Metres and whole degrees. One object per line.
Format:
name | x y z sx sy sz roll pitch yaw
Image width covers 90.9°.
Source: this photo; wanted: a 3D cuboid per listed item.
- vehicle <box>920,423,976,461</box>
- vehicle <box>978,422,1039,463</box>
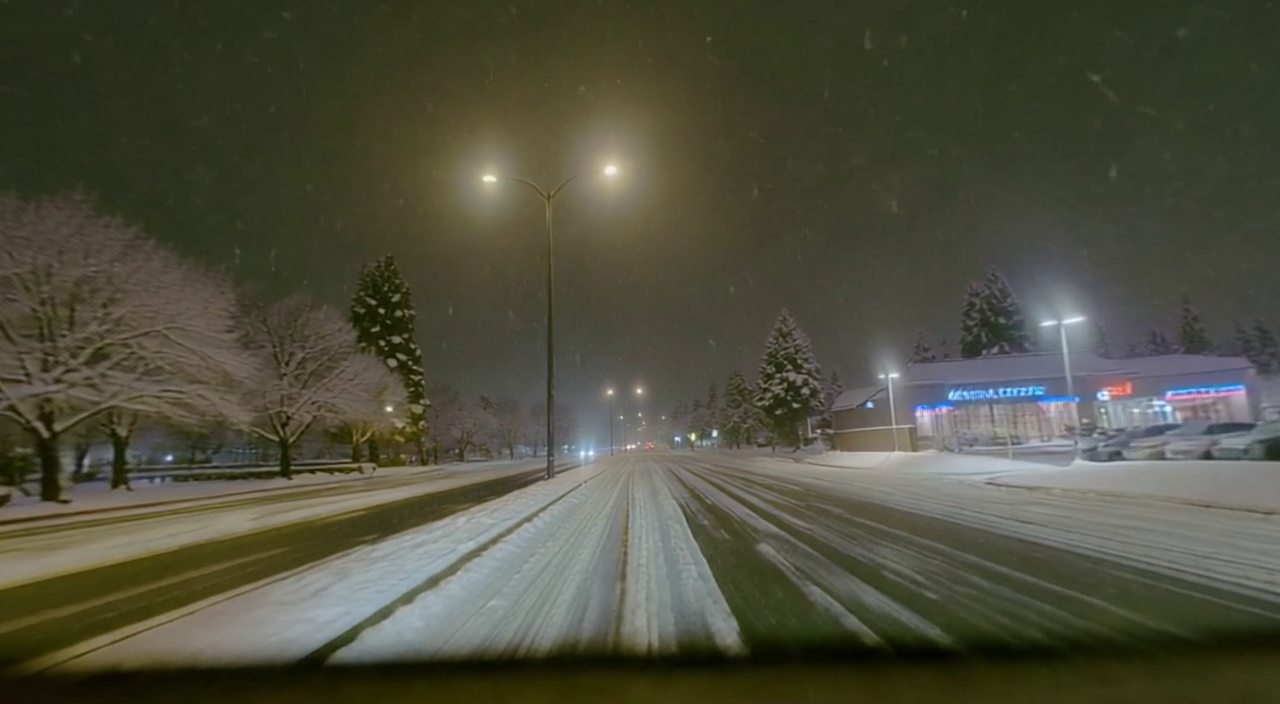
vehicle | 17.893 5.277 36.861 2.425 2.043 5.455 -4 -9 21
vehicle | 21.828 5.299 37.529 2.240 2.095 5.149 -6 -7 22
